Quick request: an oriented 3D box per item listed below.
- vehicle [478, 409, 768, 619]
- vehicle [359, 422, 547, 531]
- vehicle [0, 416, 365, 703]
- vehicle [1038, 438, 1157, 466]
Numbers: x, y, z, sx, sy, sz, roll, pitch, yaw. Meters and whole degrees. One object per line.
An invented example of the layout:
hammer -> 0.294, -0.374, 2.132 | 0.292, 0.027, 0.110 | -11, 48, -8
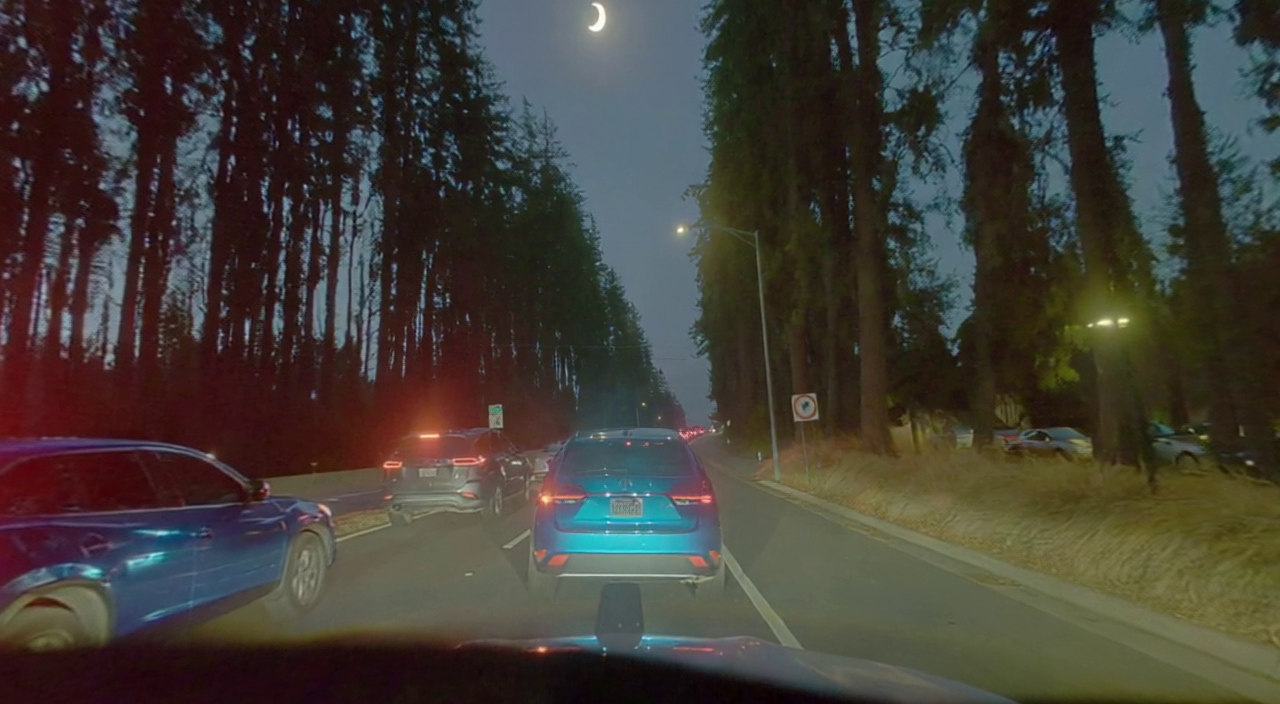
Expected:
vehicle -> -0.045, 1.531, 6.890 | 2.229, 1.591, 3.897 | 0, -8, 3
vehicle -> -3.393, 2.371, 12.655 | 2.188, 1.745, 4.618 | 0, -8, 2
vehicle -> -3.680, 1.181, 3.827 | 1.922, 1.464, 4.424 | 0, -8, 2
vehicle -> 28.480, 6.224, 39.438 | 5.955, 1.702, 2.166 | 1, -8, -6
